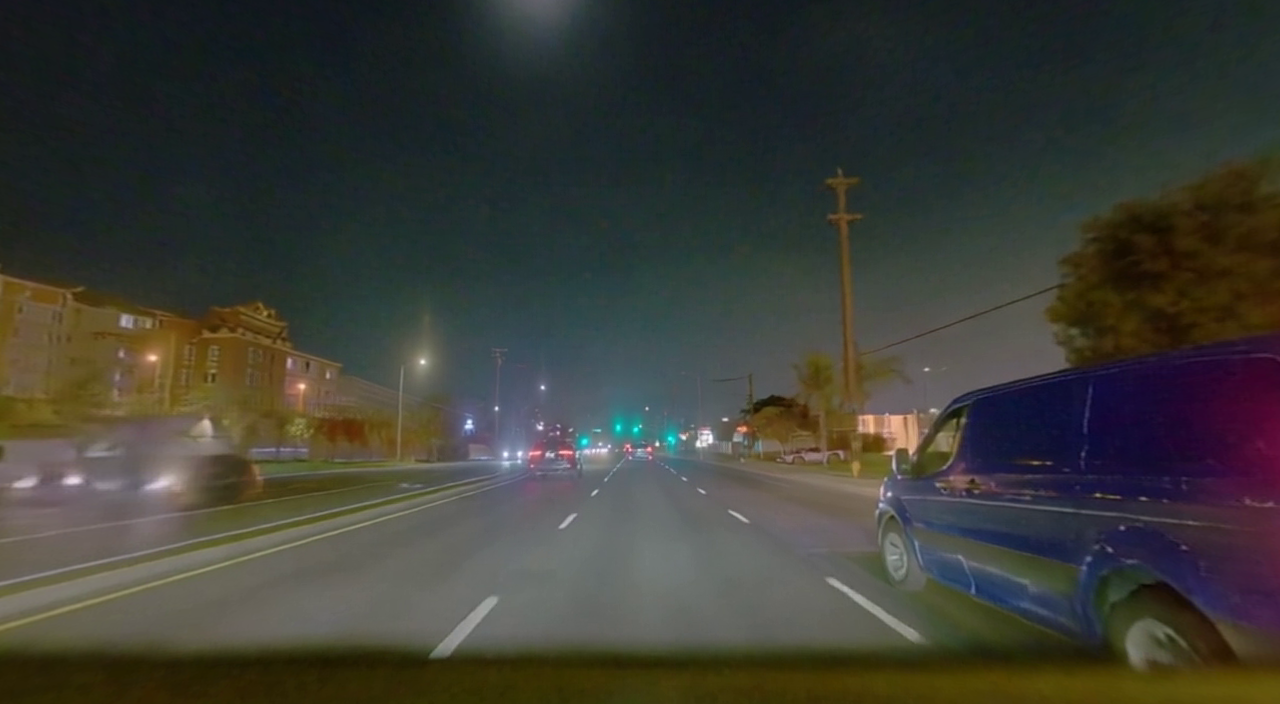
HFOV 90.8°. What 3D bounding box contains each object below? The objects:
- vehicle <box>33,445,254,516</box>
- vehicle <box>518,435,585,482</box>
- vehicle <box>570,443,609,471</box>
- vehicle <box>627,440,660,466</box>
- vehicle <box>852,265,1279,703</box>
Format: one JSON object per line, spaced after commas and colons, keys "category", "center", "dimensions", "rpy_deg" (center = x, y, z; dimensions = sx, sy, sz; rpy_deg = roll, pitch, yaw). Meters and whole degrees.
{"category": "vehicle", "center": [-11.662, 3.000, 15.333], "dimensions": [1.857, 1.473, 4.298], "rpy_deg": [0, -9, 0]}
{"category": "vehicle", "center": [-3.388, 4.168, 24.992], "dimensions": [1.967, 1.703, 4.157], "rpy_deg": [0, -9, 1]}
{"category": "vehicle", "center": [-2.791, 5.935, 35.977], "dimensions": [1.869, 1.454, 4.142], "rpy_deg": [0, -9, 0]}
{"category": "vehicle", "center": [0.220, 7.172, 45.088], "dimensions": [2.191, 1.761, 3.857], "rpy_deg": [0, -9, 0]}
{"category": "vehicle", "center": [3.312, 0.941, 3.991], "dimensions": [2.234, 1.912, 4.847], "rpy_deg": [0, -9, 0]}
